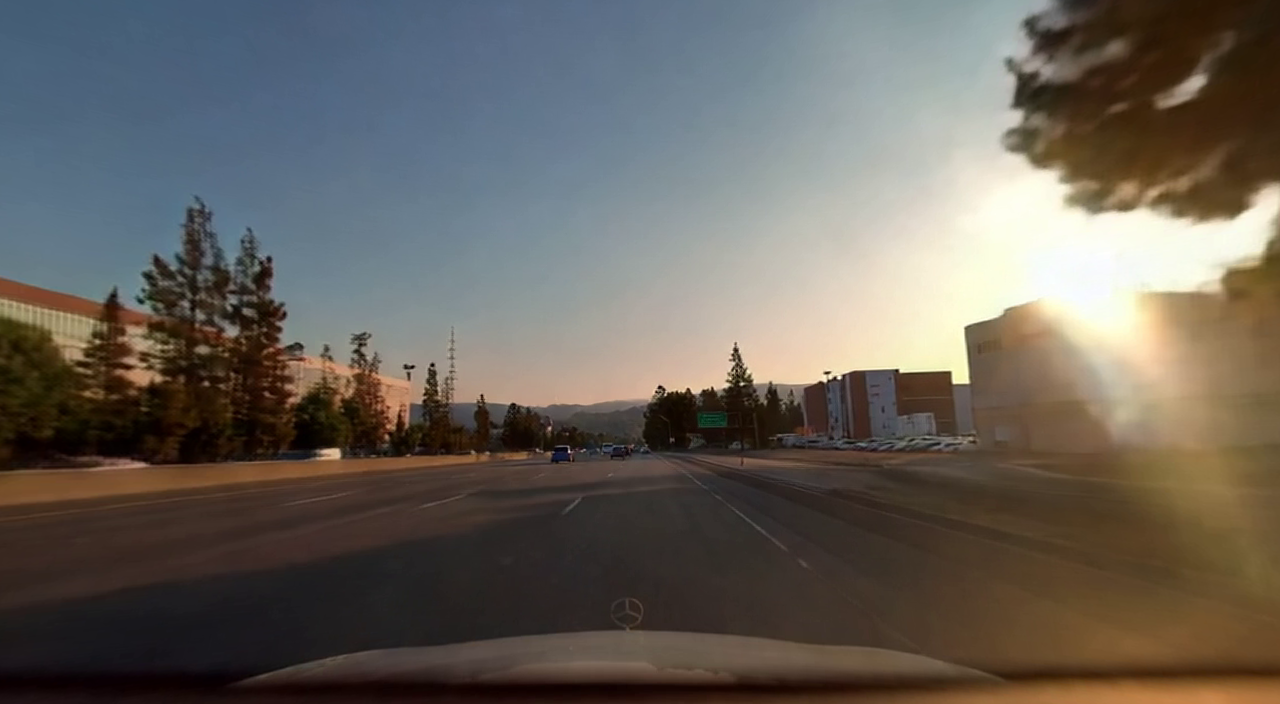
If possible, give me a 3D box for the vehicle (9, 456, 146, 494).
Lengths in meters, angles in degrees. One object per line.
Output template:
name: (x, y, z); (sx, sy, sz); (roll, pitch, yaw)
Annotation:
vehicle: (-24.592, 5.349, 27.833); (1.835, 1.448, 4.499); (0, -8, 1)
